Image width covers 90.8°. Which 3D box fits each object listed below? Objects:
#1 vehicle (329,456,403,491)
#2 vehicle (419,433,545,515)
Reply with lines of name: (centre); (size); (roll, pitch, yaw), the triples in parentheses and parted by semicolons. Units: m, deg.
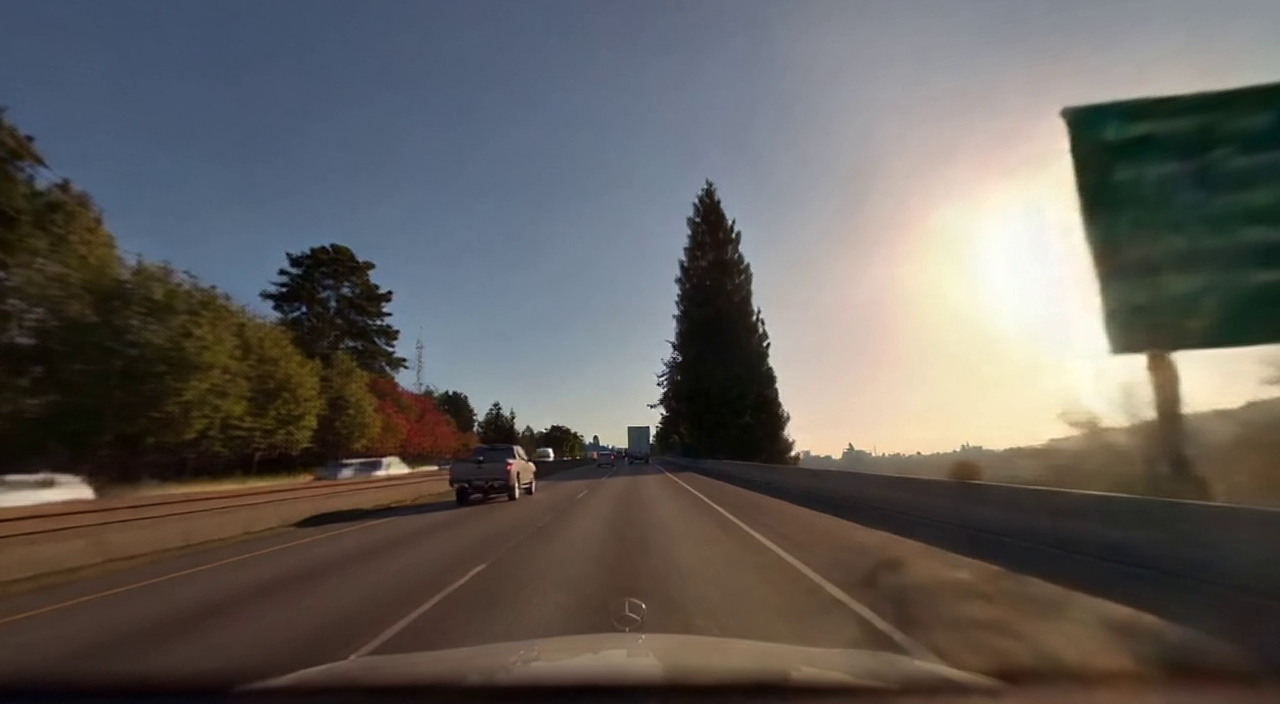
vehicle: (-12.731, 5.637, 29.574); (1.794, 1.503, 3.666); (0, -9, 0)
vehicle: (-3.925, 3.140, 16.676); (2.079, 1.845, 4.654); (0, -9, 1)
